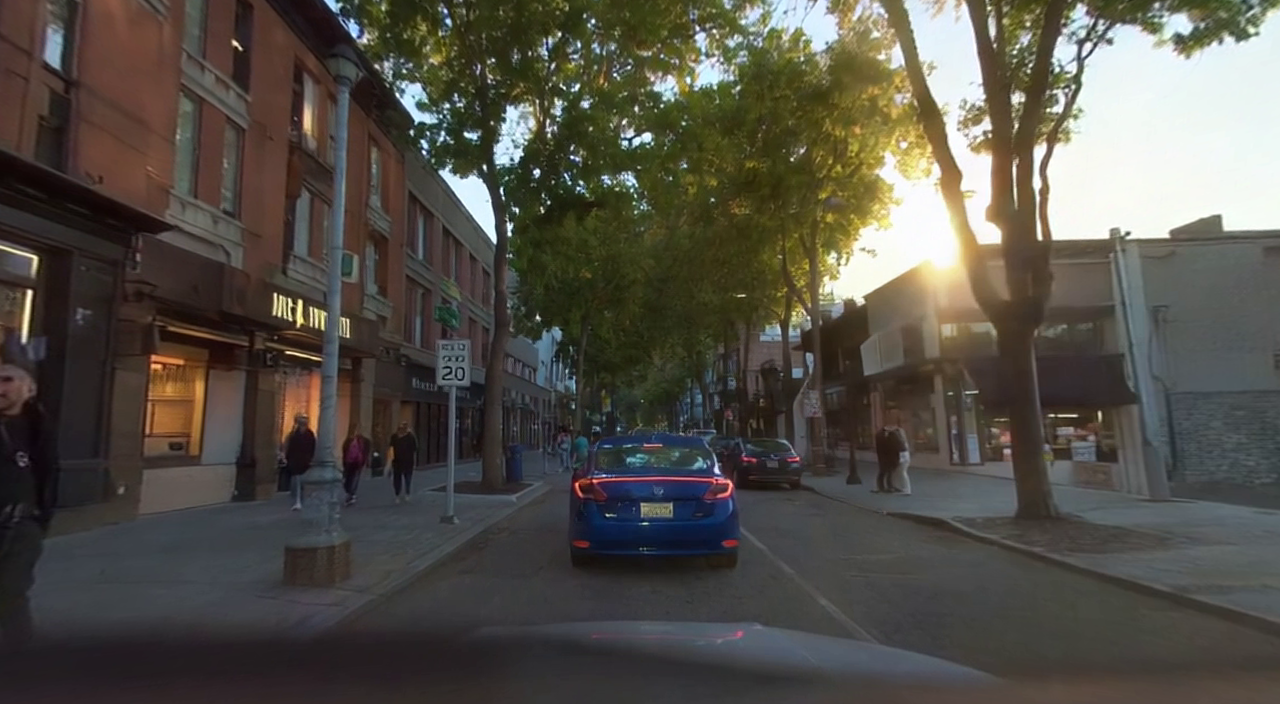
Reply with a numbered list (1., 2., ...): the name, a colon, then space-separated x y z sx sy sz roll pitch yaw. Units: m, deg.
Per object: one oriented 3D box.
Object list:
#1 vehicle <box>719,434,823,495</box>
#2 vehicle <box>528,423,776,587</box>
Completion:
1. vehicle: 3.618 3.196 18.351 2.025 1.523 4.426 0 -9 0
2. vehicle: 0.085 1.715 7.917 2.261 1.474 4.130 0 -8 -1
